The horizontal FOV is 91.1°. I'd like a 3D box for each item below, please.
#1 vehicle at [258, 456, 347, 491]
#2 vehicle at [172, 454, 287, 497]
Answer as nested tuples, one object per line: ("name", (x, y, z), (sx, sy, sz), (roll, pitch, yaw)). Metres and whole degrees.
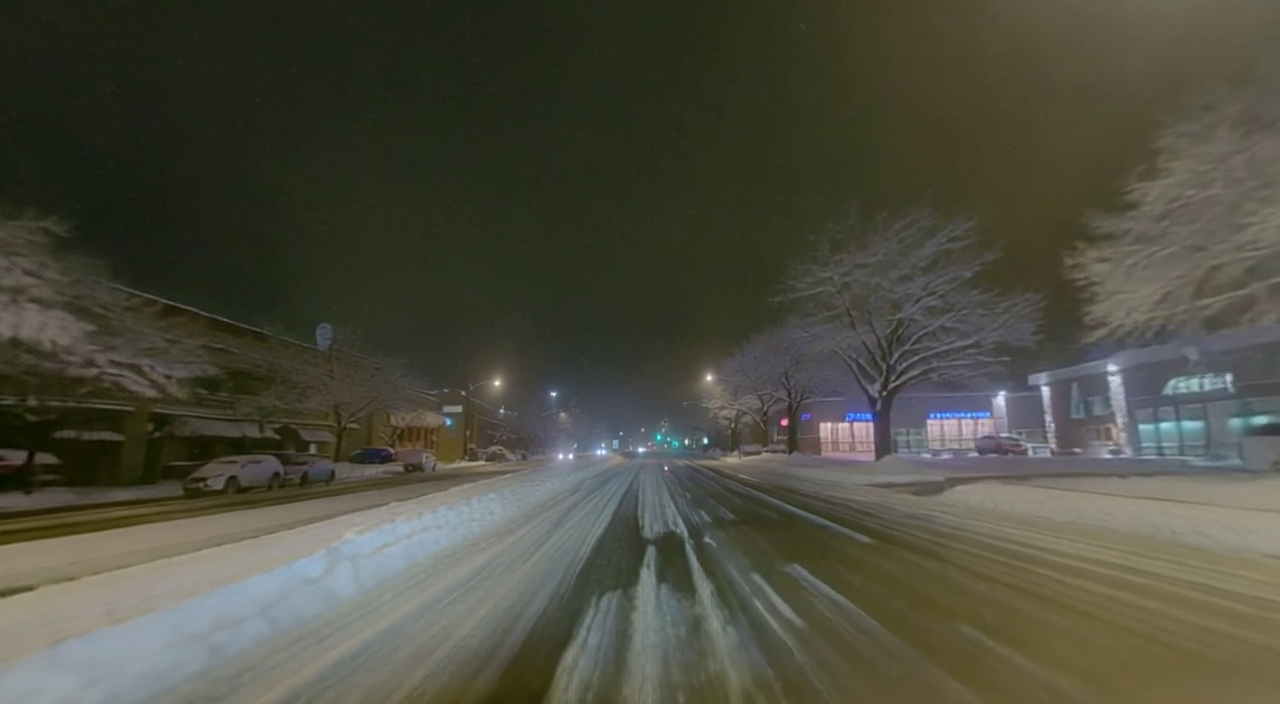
("vehicle", (-18.826, 6.778, 35.309), (1.959, 1.535, 5.081), (0, -7, 3))
("vehicle", (-19.135, 5.747, 29.598), (2.029, 1.785, 4.694), (0, -9, 3))
